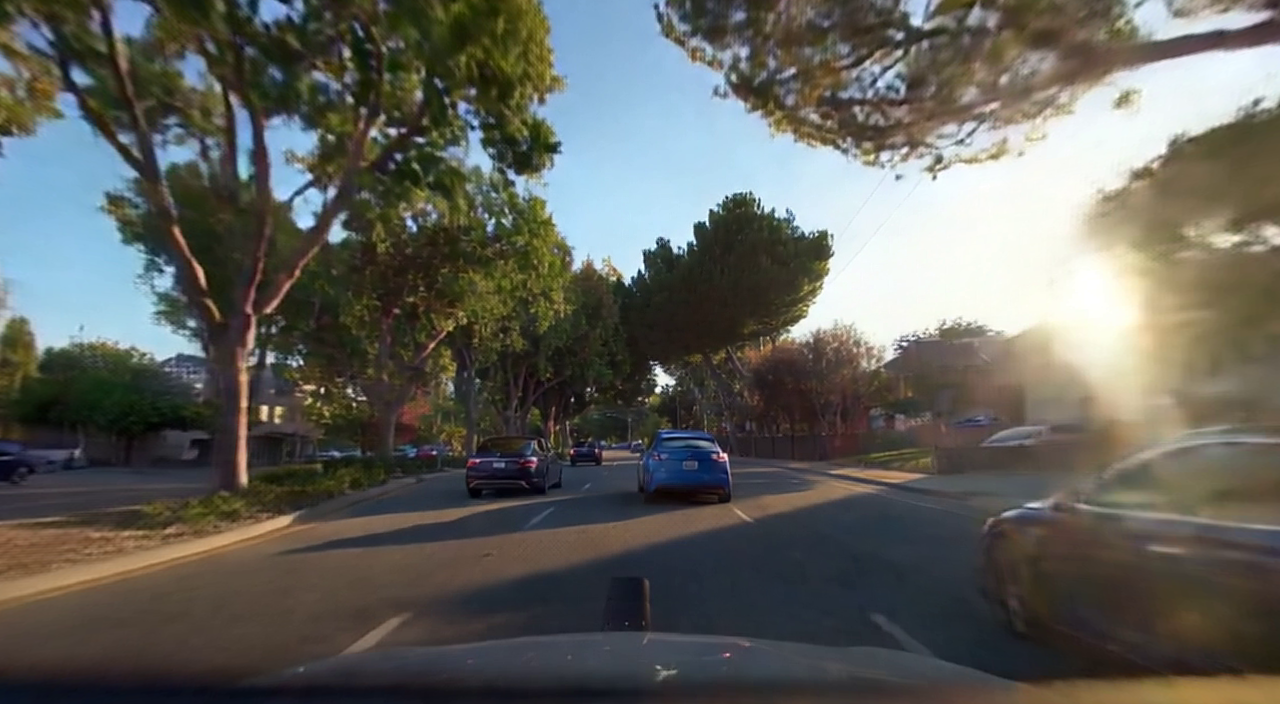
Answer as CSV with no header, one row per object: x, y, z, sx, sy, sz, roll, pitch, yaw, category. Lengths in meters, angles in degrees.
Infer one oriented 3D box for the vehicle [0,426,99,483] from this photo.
-40.220,6.530,40.158,7.956,3.489,2.844,3,-9,-22,vehicle

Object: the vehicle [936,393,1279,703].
3.576,0.998,3.080,2.017,1.491,4.611,0,-8,0,vehicle

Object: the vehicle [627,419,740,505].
0.858,2.598,15.247,2.280,1.747,4.361,0,-8,-2,vehicle

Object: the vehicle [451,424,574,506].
-2.900,2.696,15.512,2.043,1.687,4.676,0,-8,0,vehicle

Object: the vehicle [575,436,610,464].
-3.136,6.643,42.787,2.014,1.755,4.360,0,-8,0,vehicle
